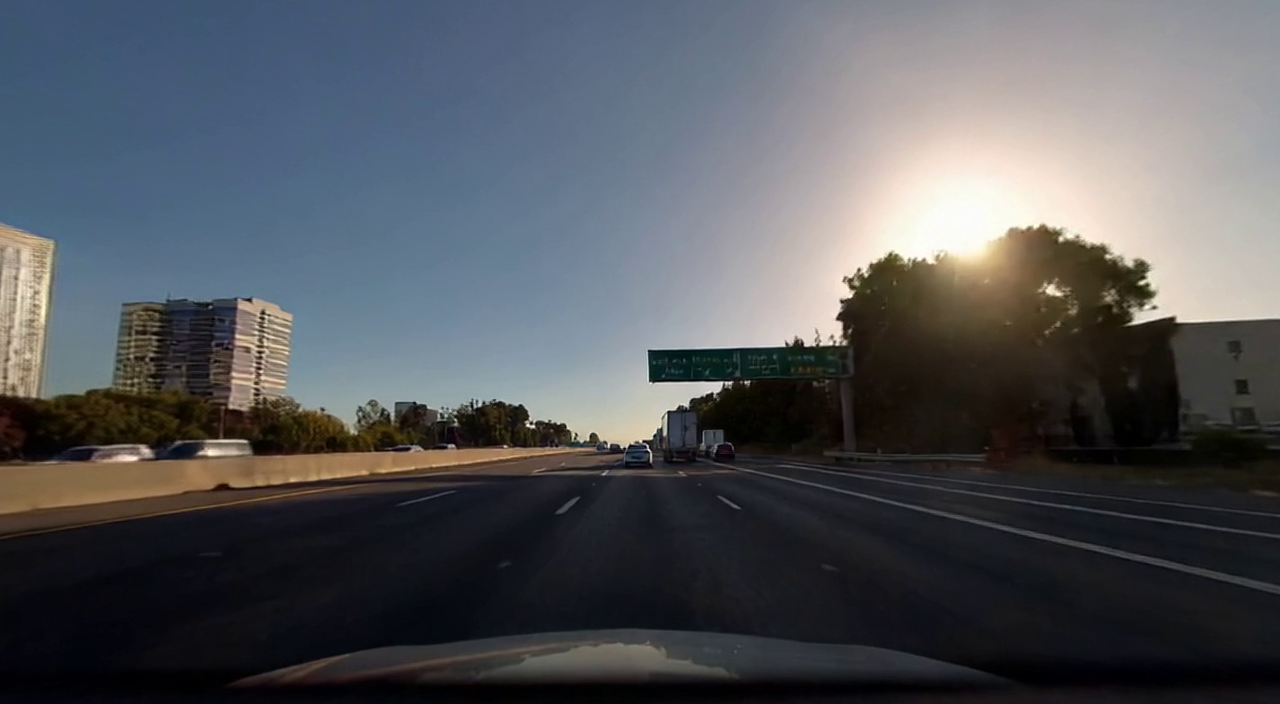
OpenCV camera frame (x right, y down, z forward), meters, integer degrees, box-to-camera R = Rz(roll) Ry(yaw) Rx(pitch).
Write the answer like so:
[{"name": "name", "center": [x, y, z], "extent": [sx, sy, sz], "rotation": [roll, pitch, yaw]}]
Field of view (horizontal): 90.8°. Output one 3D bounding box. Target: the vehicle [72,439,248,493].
[{"name": "vehicle", "center": [-17.907, 4.256, 24.091], "extent": [2.226, 1.790, 5.699], "rotation": [0, -8, 0]}]

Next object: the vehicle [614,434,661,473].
[{"name": "vehicle", "center": [-0.171, 5.375, 33.621], "extent": [2.297, 1.912, 4.355], "rotation": [0, -8, -1]}]
